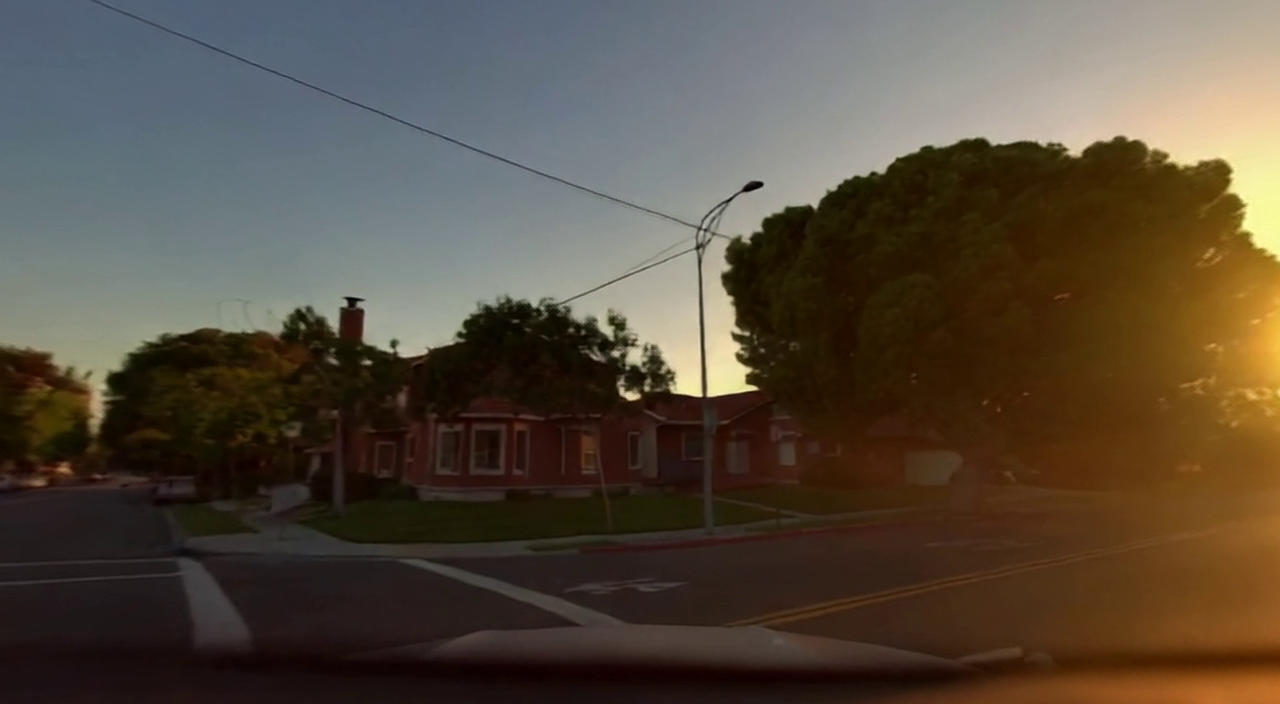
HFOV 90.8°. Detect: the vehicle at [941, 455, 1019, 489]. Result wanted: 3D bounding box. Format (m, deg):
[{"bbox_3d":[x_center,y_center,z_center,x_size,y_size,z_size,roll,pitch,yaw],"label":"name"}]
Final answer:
[{"bbox_3d":[21.313,7.505,39.492,5.161,1.829,2.034,10,-14,-34],"label":"vehicle"}]
